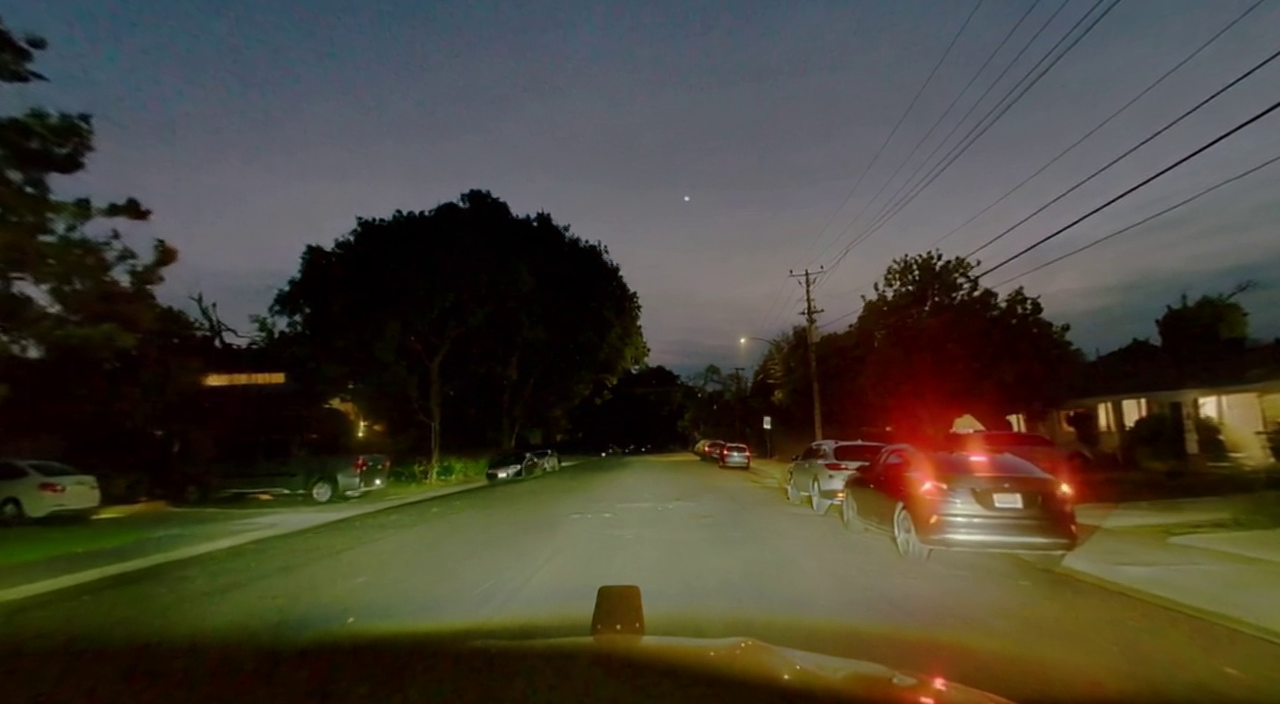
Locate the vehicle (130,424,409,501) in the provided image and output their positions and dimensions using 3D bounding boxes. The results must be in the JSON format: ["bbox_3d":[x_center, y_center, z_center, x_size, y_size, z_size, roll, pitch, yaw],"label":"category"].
[{"bbox_3d":[-10.306,3.101,18.012,6.488,2.009,2.354,0,-8,3],"label":"vehicle"}]

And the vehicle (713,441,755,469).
[{"bbox_3d":[5.081,5.600,34.637,1.743,1.440,3.732,0,-8,1],"label":"vehicle"}]

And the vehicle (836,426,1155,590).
[{"bbox_3d":[3.810,1.689,7.679,1.845,1.453,3.792,0,-8,4],"label":"vehicle"}]

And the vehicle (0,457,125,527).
[{"bbox_3d":[-14.490,3.060,14.049,4.481,1.420,1.712,0,-8,-1],"label":"vehicle"}]

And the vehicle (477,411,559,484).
[{"bbox_3d":[-5.284,4.274,28.356,2.199,2.902,5.848,0,-8,3],"label":"vehicle"}]
